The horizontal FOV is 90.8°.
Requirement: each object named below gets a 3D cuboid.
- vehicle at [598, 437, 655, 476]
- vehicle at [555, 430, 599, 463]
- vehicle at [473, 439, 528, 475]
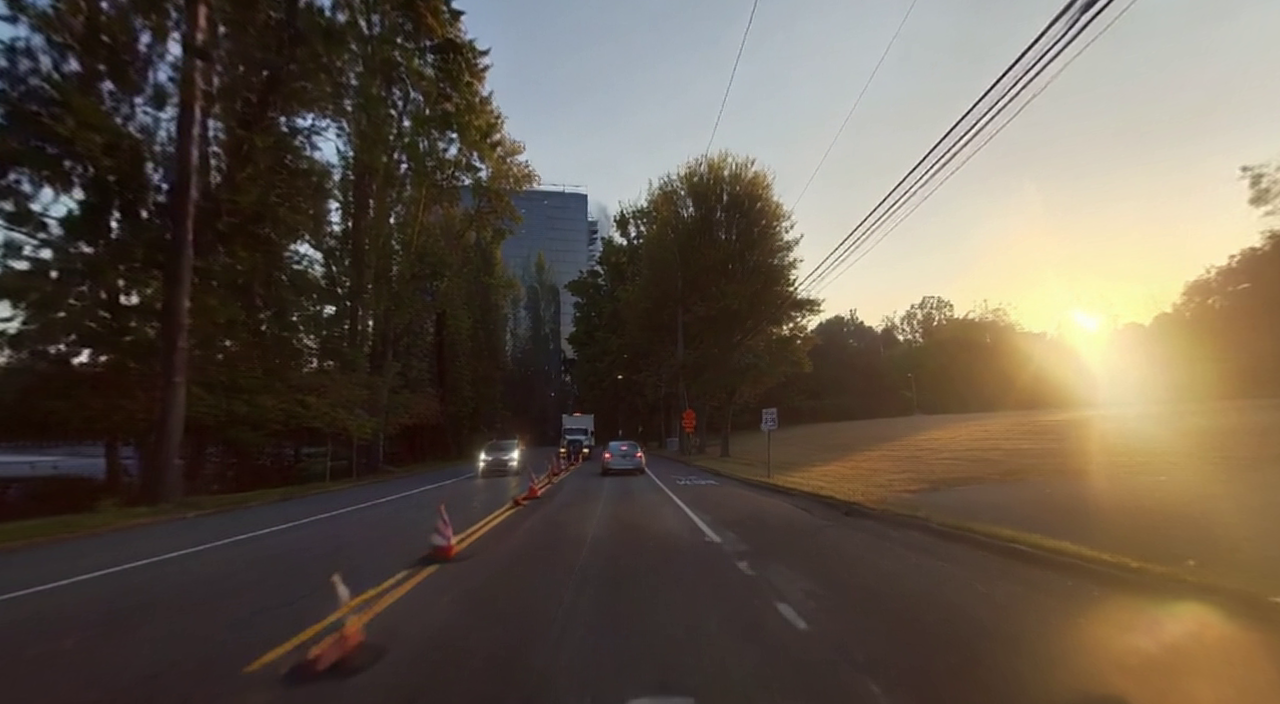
[{"bbox_3d":[-0.574,4.298,26.277,2.186,1.463,4.356,0,-8,-2],"label":"vehicle"},{"bbox_3d":[-4.281,6.358,42.647,2.671,2.053,6.074,1,-9,-6],"label":"vehicle"},{"bbox_3d":[-6.287,4.779,28.963,2.019,1.492,4.091,1,-8,-6],"label":"vehicle"}]
